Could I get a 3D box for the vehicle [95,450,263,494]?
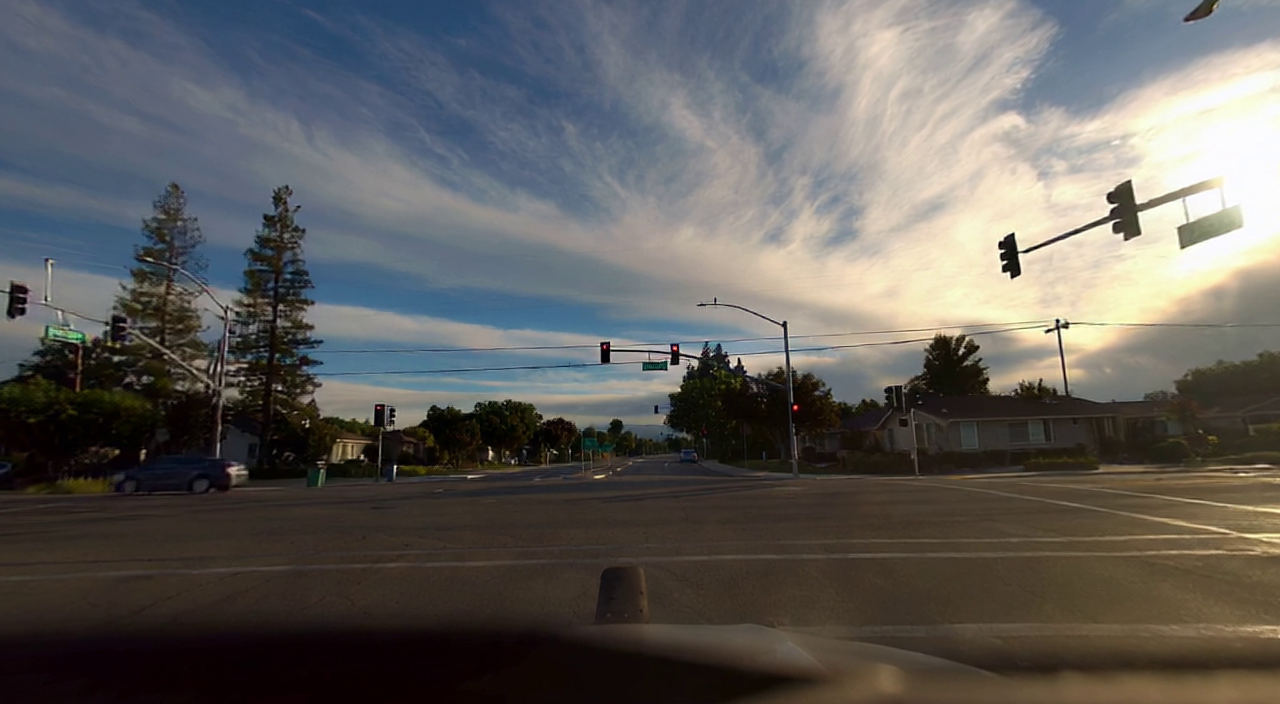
[{"bbox_3d":[-16.481,4.282,22.700,4.562,1.460,1.822,0,-8,0],"label":"vehicle"}]
